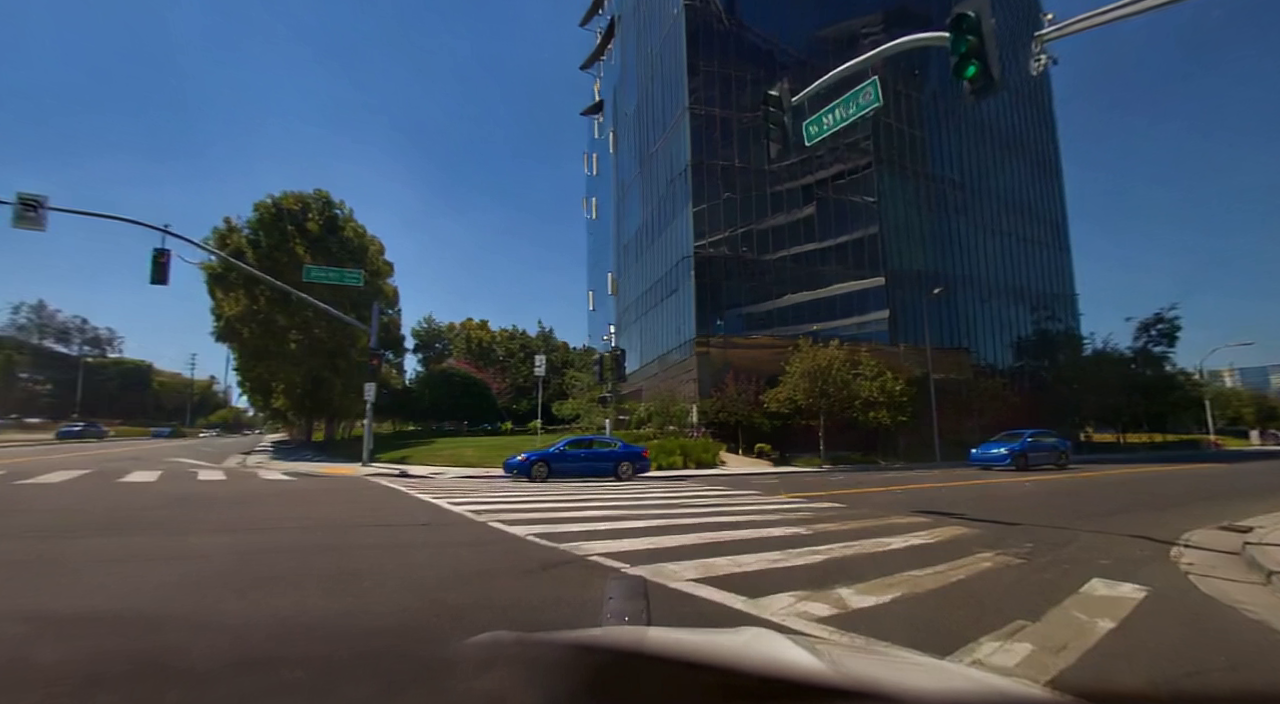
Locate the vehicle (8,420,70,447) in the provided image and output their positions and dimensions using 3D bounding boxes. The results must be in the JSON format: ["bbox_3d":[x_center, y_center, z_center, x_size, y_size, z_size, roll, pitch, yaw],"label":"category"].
[{"bbox_3d":[-41.050,5.611,43.172,2.123,1.761,4.322,5,-10,-32],"label":"vehicle"}]

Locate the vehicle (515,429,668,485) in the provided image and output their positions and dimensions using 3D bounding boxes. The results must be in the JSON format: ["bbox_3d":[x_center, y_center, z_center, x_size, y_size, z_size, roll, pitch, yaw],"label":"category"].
[{"bbox_3d":[-1.343,2.862,17.464,3.816,1.410,1.757,4,-9,-24],"label":"vehicle"}]

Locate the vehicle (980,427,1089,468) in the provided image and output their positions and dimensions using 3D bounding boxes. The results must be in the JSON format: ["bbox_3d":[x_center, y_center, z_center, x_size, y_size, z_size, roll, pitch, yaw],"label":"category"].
[{"bbox_3d":[17.612,4.235,28.117,4.662,1.687,2.145,5,-9,-31],"label":"vehicle"}]
